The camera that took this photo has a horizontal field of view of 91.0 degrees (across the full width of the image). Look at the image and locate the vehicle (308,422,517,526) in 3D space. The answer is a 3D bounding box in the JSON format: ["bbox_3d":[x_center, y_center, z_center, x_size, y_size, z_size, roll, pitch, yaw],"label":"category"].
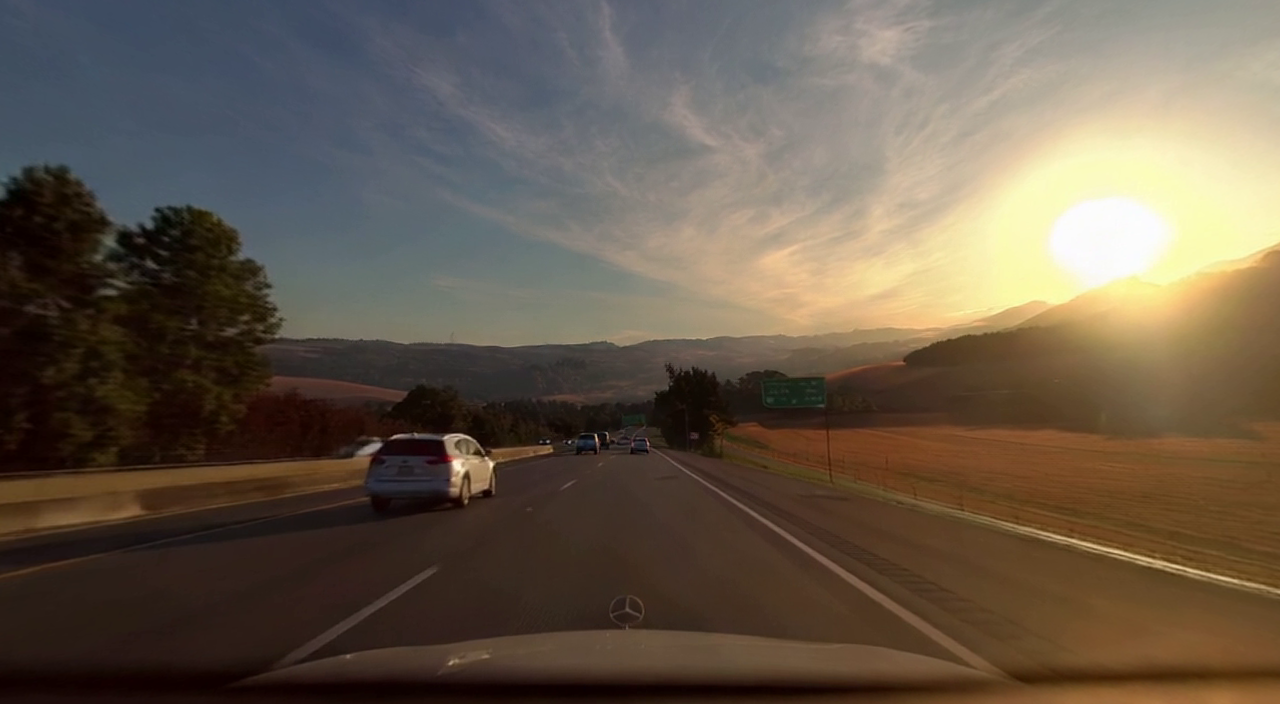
[{"bbox_3d":[-3.935,2.191,11.968,2.190,1.571,4.643,0,-8,1],"label":"vehicle"}]
